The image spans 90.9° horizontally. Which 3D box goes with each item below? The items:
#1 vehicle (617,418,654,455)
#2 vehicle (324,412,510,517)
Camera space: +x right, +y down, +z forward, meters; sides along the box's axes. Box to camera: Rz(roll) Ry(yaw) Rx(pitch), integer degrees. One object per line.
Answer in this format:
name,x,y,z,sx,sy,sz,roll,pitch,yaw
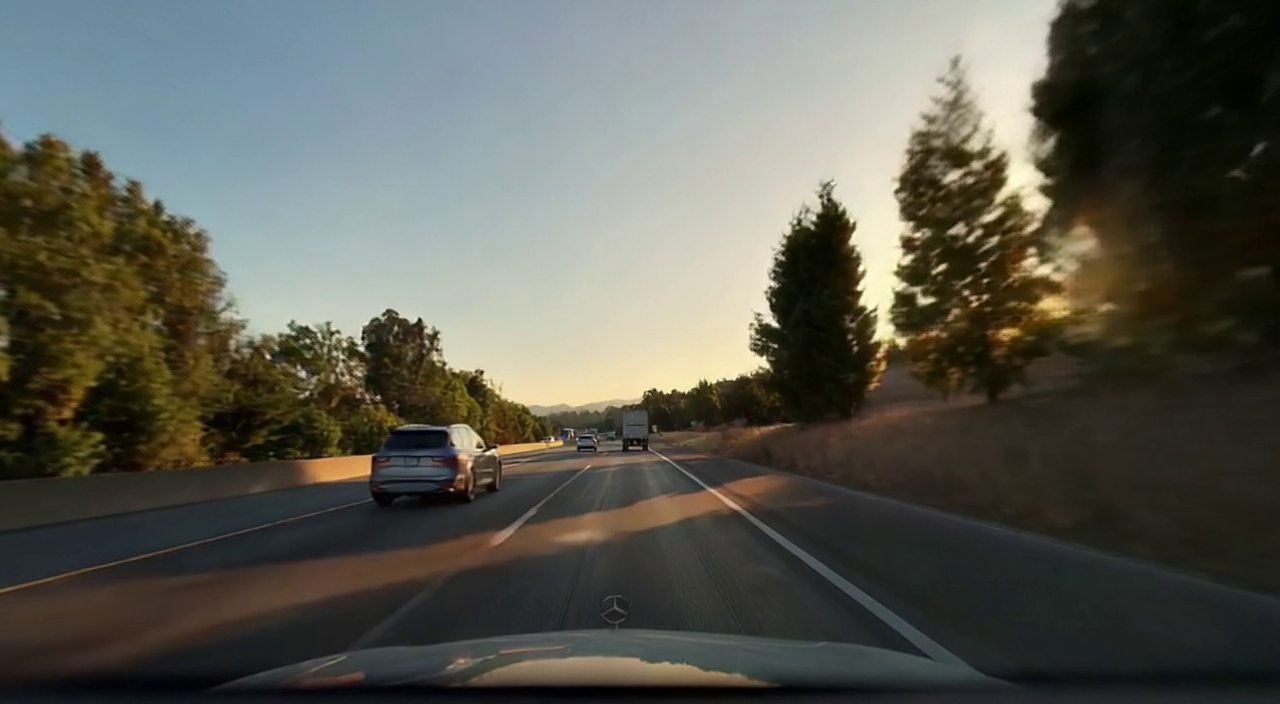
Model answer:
vehicle,-0.359,6.208,46.413,2.526,2.531,5.026,0,-8,-1
vehicle,-3.986,2.069,12.204,2.045,1.655,4.301,0,-8,0
